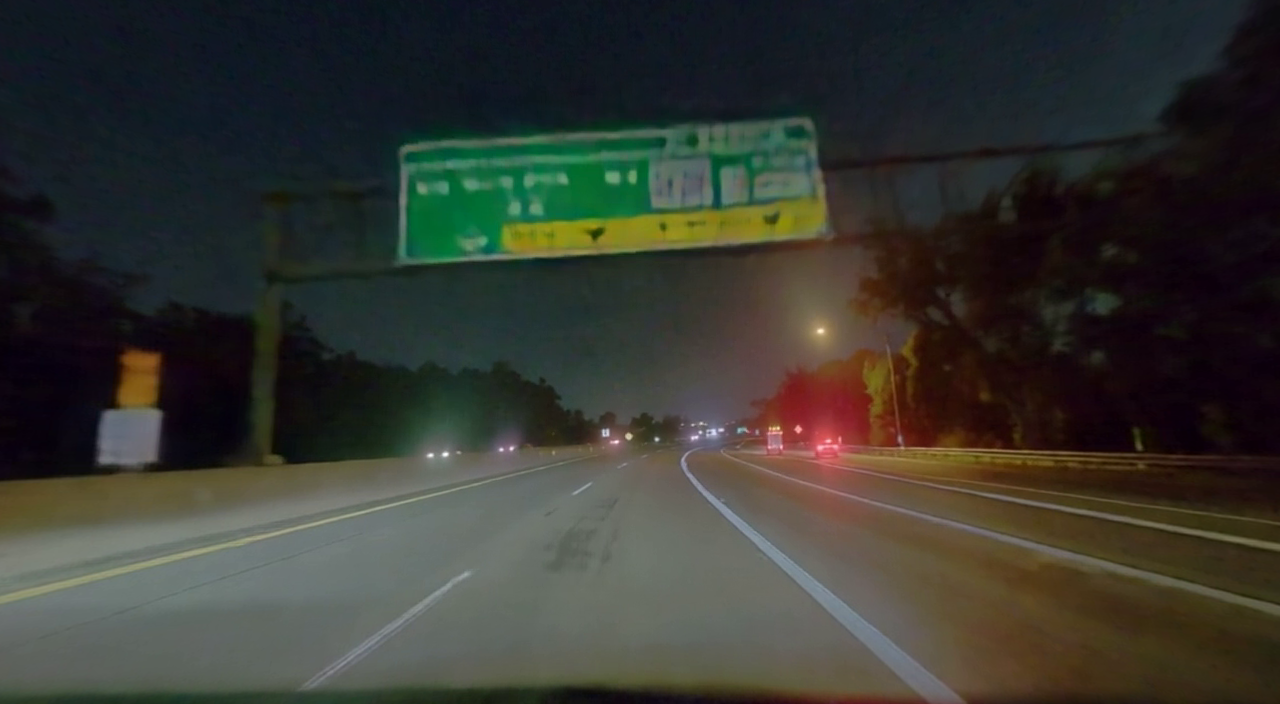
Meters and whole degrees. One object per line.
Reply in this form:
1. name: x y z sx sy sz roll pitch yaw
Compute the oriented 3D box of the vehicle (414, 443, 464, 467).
1. vehicle: -15.111 7.730 47.519 2.038 1.667 4.222 -1 -8 5
